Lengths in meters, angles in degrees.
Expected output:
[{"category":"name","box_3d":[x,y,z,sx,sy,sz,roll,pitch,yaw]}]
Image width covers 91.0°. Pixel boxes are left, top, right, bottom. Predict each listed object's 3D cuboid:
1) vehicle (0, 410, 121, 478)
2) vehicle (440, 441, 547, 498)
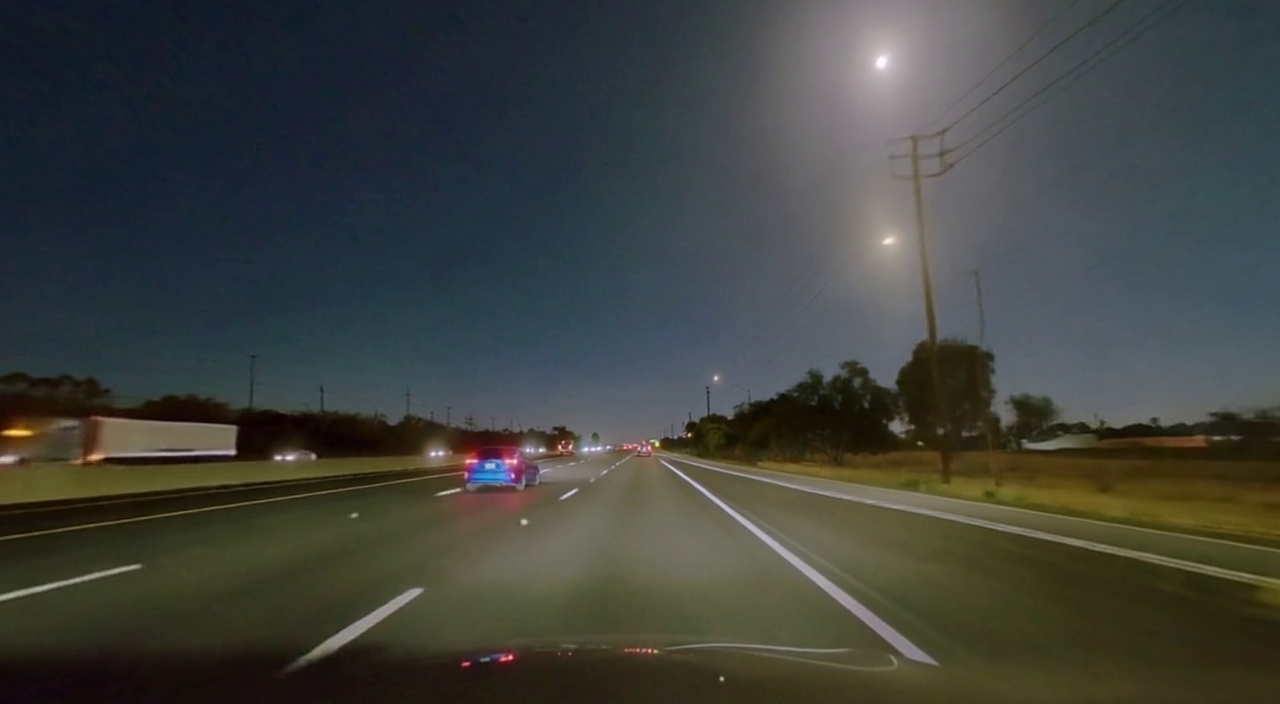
[{"category":"vehicle","box_3d":[-39.711,6.079,41.356,2.979,4.006,9.168,0,-9,2]},{"category":"vehicle","box_3d":[-4.289,3.522,19.252,2.104,1.501,4.459,0,-9,1]}]
